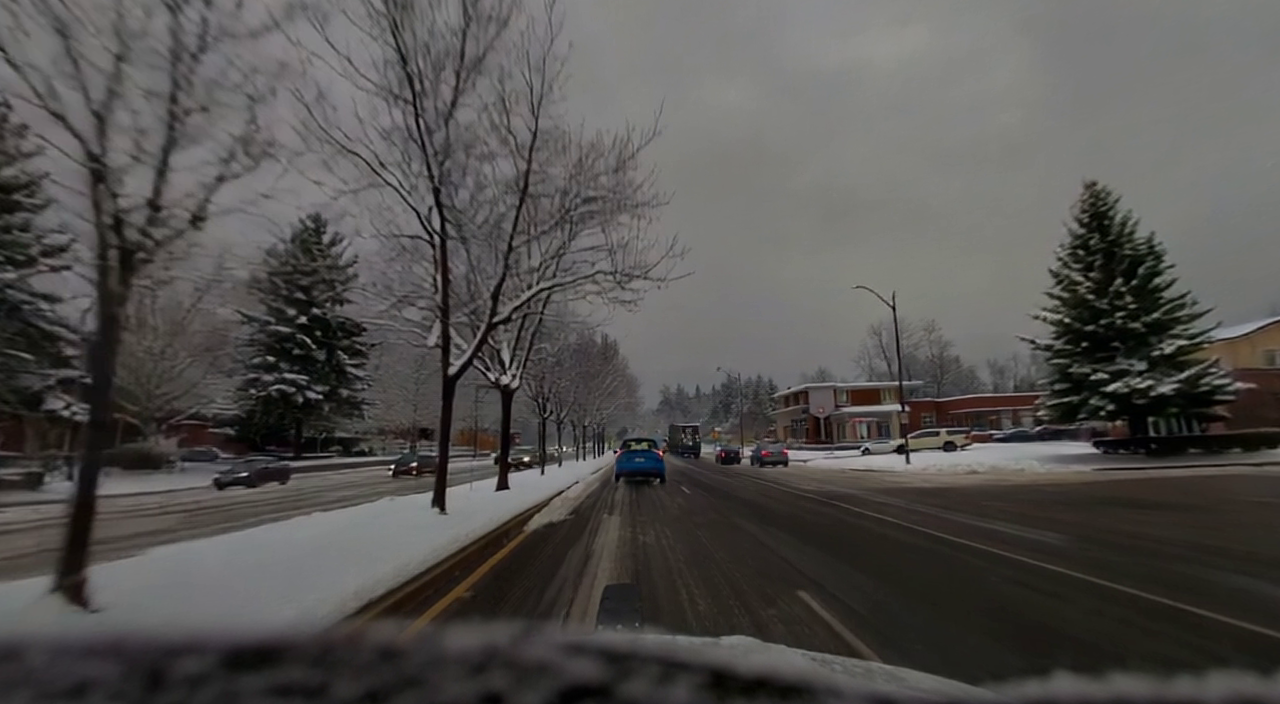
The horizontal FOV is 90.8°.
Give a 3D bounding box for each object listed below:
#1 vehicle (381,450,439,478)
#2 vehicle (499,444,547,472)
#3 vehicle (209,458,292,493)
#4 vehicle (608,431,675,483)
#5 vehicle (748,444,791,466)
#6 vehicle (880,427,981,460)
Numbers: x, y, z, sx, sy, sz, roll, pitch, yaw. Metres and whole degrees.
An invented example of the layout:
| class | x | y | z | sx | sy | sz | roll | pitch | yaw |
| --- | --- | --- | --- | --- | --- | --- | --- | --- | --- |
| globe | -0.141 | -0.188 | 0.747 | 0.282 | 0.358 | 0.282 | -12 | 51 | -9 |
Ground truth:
| class | x | y | z | sx | sy | sz | roll | pitch | yaw |
| --- | --- | --- | --- | --- | --- | --- | --- | --- | --- |
| vehicle | -13.858 | 6.751 | 38.347 | 1.936 | 1.479 | 4.510 | 0 | -8 | -1 |
| vehicle | -7.411 | 6.736 | 40.425 | 2.078 | 1.694 | 4.611 | 0 | -8 | 2 |
| vehicle | -19.999 | 6.335 | 32.648 | 1.811 | 1.555 | 3.815 | 0 | -8 | 0 |
| vehicle | 0.015 | 3.883 | 23.624 | 2.266 | 1.762 | 4.131 | 0 | -8 | -1 |
| vehicle | 9.090 | 7.284 | 44.786 | 2.045 | 1.484 | 4.342 | 0 | -8 | -1 |
| vehicle | 19.644 | 6.215 | 42.992 | 5.677 | 2.171 | 2.393 | 0 | -8 | 4 |
